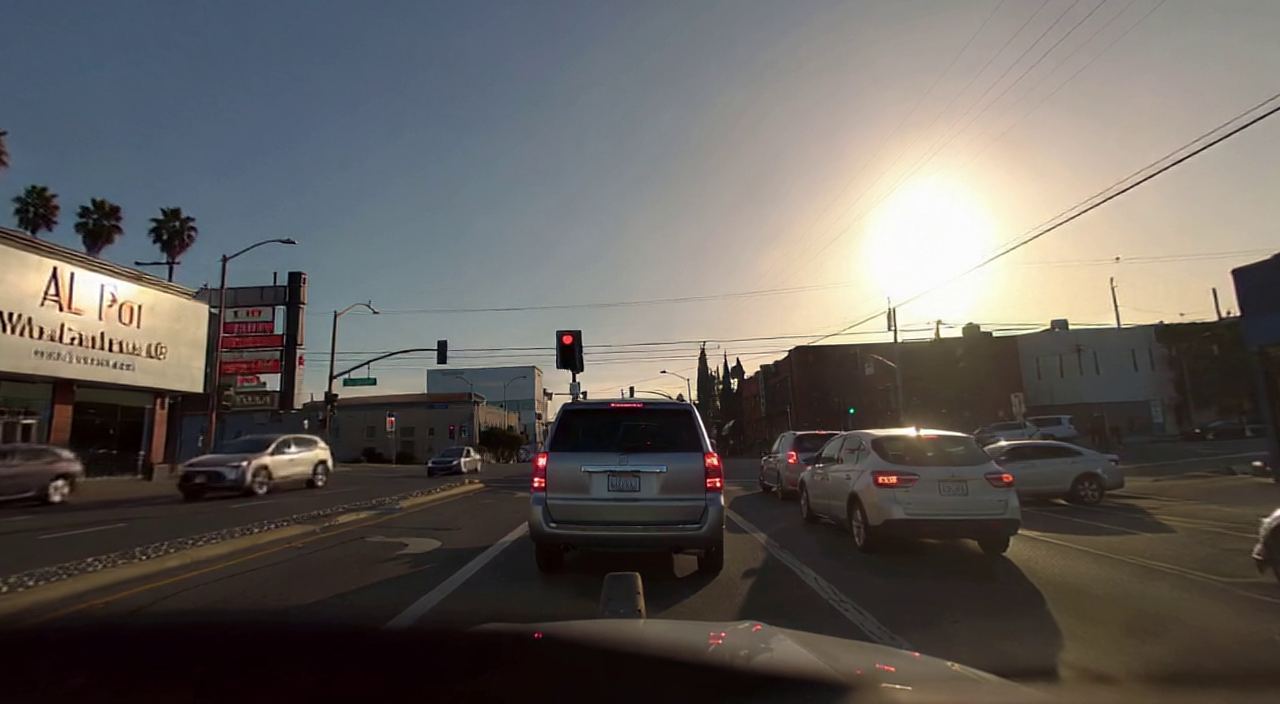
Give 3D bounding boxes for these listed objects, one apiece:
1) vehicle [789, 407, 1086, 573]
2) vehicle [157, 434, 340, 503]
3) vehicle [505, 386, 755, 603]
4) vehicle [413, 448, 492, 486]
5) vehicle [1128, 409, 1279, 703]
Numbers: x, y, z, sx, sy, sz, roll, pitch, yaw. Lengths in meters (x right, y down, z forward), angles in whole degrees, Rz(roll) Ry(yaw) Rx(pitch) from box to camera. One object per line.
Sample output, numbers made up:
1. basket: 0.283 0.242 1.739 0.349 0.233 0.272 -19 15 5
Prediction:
1. vehicle: 3.624 1.760 8.807 2.036 1.719 4.318 0 -8 0
2. vehicle: -11.804 3.530 19.648 2.224 1.840 5.290 0 -8 1
3. vehicle: -0.004 1.541 7.679 2.154 1.861 4.280 0 -8 2
4. vehicle: -7.992 4.898 27.279 1.930 1.484 4.252 0 -8 3
5. vehicle: 3.367 0.732 0.816 1.884 1.484 4.609 0 -8 2
